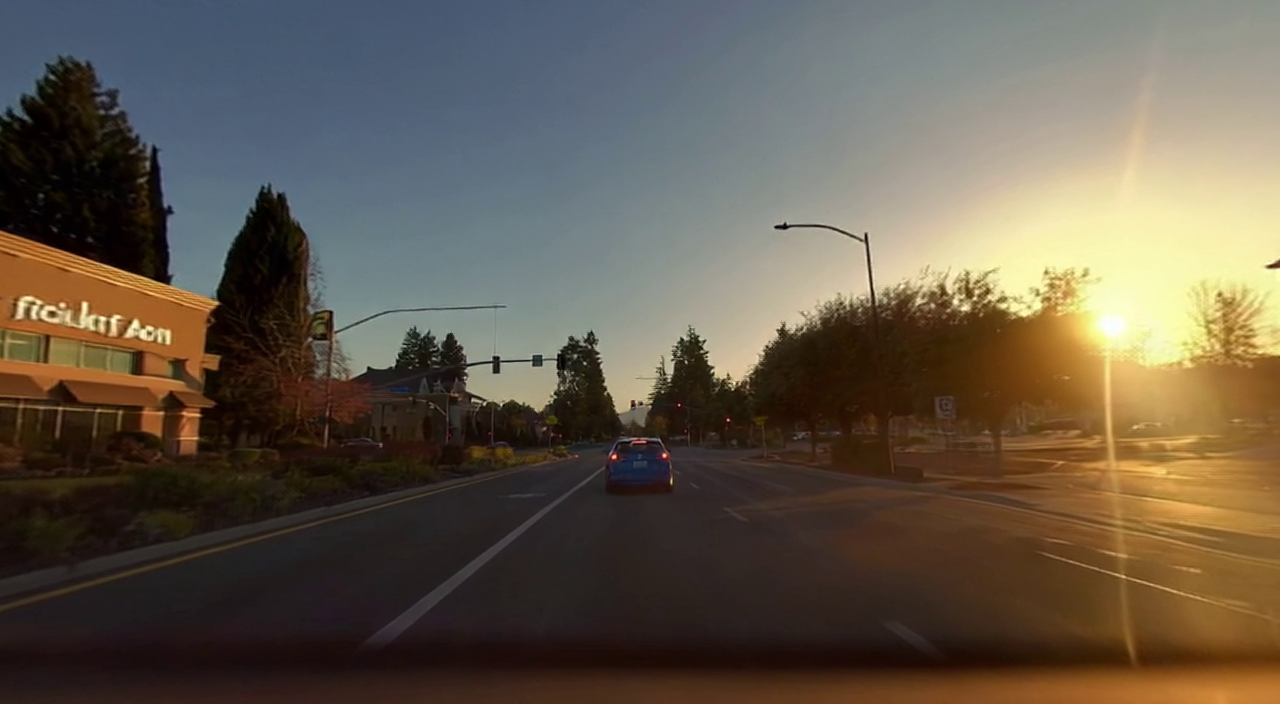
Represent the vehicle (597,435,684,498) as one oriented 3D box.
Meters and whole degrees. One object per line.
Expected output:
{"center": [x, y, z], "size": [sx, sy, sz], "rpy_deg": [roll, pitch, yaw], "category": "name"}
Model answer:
{"center": [-0.031, 3.040, 17.201], "size": [2.028, 1.478, 4.545], "rpy_deg": [0, -8, -1], "category": "vehicle"}
